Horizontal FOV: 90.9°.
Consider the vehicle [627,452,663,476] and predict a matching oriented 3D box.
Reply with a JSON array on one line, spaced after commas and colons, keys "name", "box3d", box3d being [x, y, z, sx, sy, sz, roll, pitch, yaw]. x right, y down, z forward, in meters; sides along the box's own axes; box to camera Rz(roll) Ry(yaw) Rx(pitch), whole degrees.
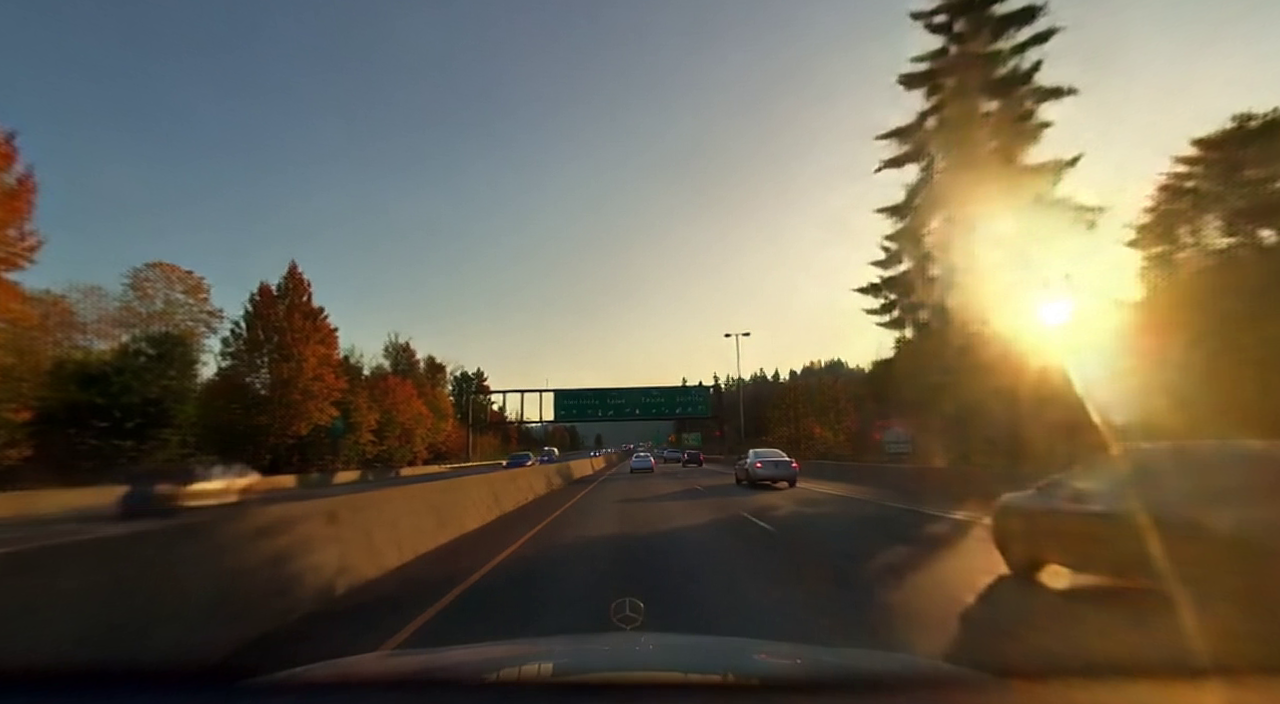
[{"name": "vehicle", "box3d": [0.276, 6.633, 37.444, 2.012, 1.320, 3.777, 0, -9, 0]}]

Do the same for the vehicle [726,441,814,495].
[{"name": "vehicle", "box3d": [4.340, 3.939, 21.736, 1.969, 1.639, 4.472, 0, -9, -1]}]

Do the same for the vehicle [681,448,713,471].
[{"name": "vehicle", "box3d": [4.227, 7.990, 47.047, 1.935, 1.594, 3.981, 0, -9, -2]}]

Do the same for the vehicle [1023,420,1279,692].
[{"name": "vehicle", "box3d": [4.528, 1.187, 3.865, 1.952, 1.495, 3.740, 0, -9, 0]}]

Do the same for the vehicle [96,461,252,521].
[{"name": "vehicle", "box3d": [-13.389, 3.977, 18.418, 1.727, 1.466, 3.671, 0, -9, 0]}]
